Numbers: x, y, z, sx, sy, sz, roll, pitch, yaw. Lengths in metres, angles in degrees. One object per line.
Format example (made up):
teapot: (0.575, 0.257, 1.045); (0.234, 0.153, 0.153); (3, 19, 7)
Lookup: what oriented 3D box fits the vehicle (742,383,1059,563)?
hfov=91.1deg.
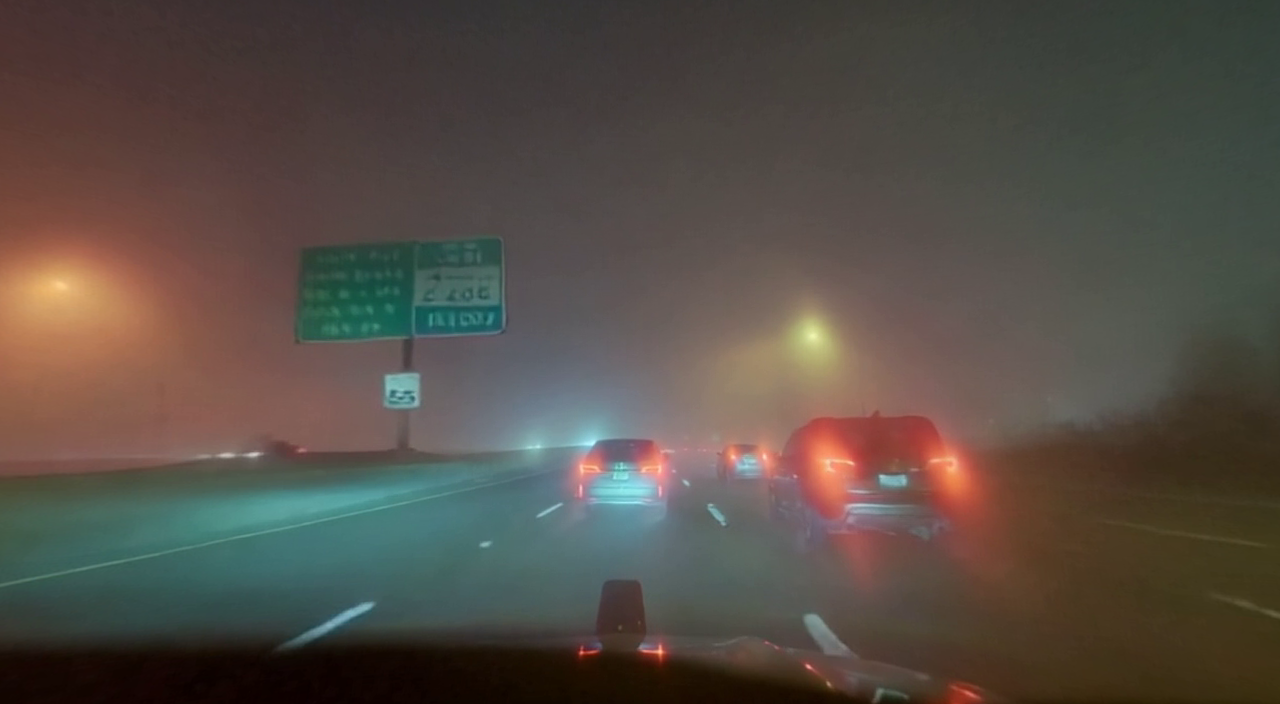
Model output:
vehicle: (3.475, 1.827, 10.222); (2.732, 2.065, 5.826); (0, -9, 1)

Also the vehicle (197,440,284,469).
vehicle: (-22.822, 5.846, 36.074); (1.940, 1.537, 4.508); (0, -9, 2)

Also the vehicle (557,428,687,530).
vehicle: (-0.240, 2.369, 12.304); (2.099, 1.640, 4.134); (0, -9, 2)
